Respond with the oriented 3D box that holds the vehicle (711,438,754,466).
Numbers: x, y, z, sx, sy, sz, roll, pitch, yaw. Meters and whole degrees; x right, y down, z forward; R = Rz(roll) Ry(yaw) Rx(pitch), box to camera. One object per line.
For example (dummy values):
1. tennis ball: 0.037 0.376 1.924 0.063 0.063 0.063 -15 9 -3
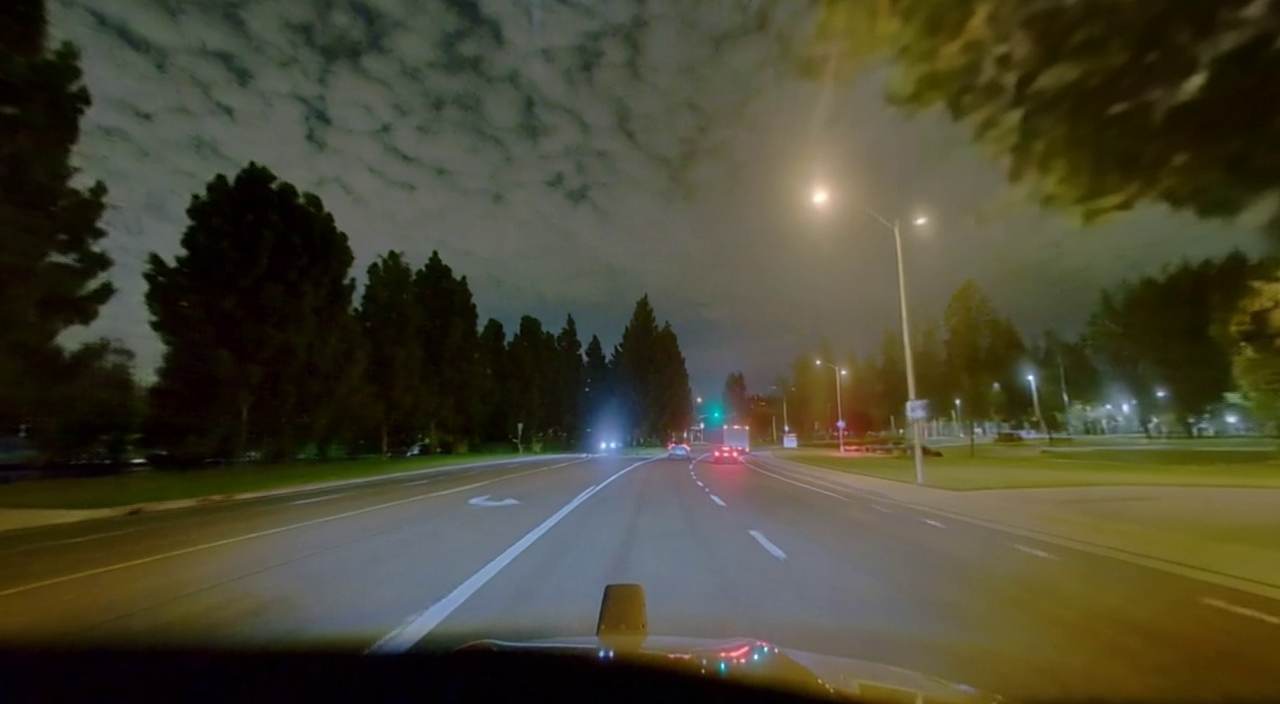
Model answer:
1. vehicle: 5.291 5.788 36.506 1.989 1.497 4.436 -1 -9 3
